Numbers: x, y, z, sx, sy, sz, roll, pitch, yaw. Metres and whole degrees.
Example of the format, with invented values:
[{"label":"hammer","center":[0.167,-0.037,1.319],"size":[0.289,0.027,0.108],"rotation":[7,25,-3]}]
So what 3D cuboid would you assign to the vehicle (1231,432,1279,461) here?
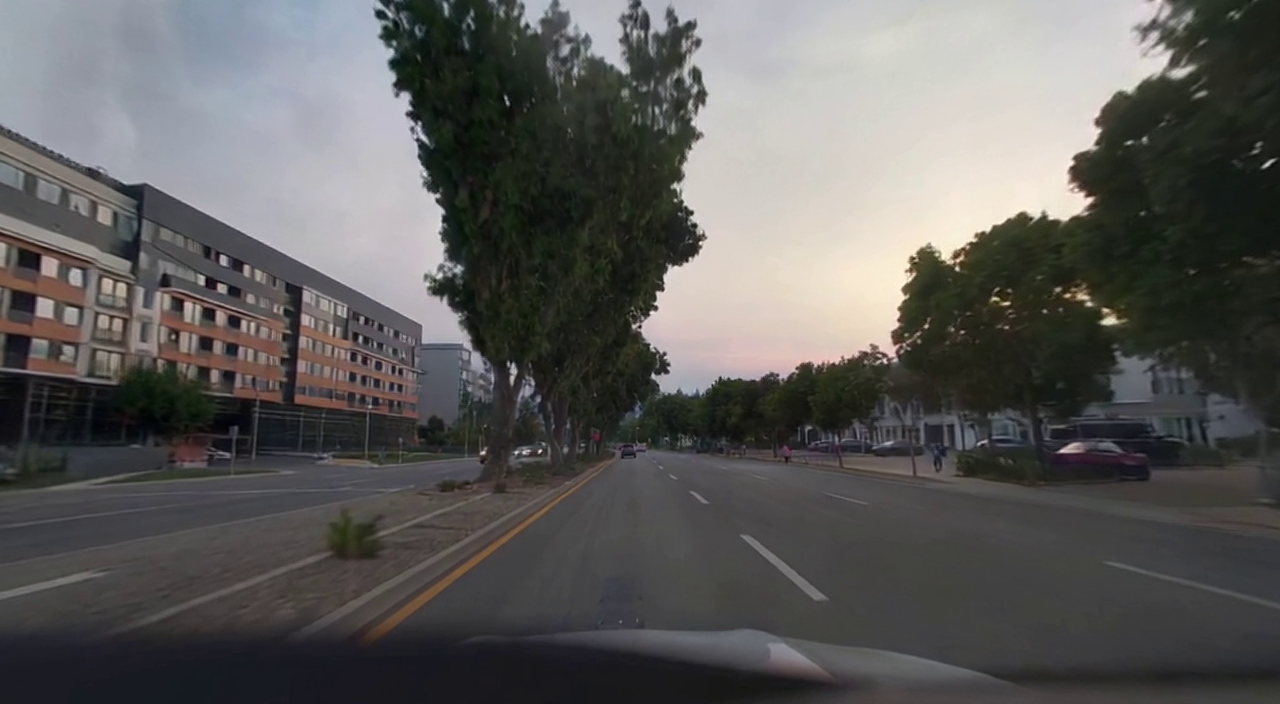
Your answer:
[{"label":"vehicle","center":[36.565,5.502,36.756],"size":[4.821,1.585,2.122],"rotation":[6,-10,-36]}]

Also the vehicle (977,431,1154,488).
[{"label":"vehicle","center":[14.924,3.759,22.330],"size":[4.761,1.832,2.201],"rotation":[1,-9,-7]}]
